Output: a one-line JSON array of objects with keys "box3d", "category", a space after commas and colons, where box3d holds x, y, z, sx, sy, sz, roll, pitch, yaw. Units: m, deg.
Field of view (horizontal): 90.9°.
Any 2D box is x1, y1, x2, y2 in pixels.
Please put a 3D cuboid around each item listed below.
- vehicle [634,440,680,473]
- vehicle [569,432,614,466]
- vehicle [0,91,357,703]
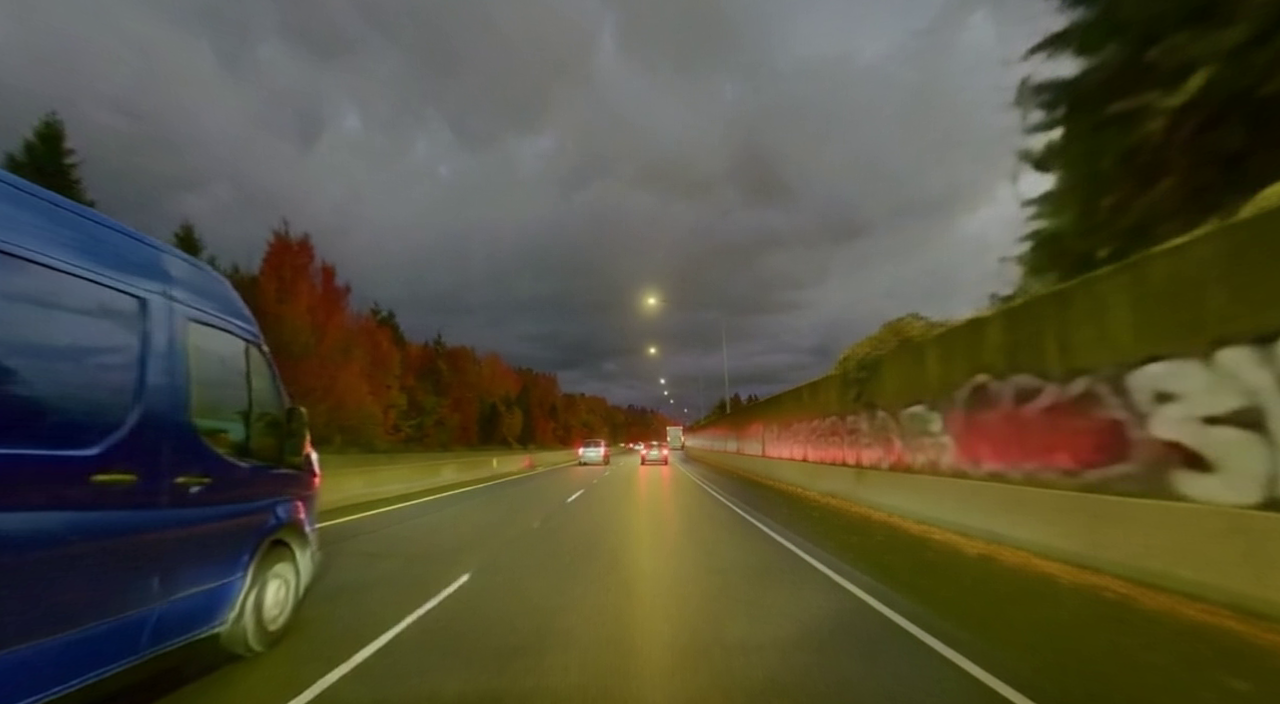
[{"box3d": [0.821, 5.062, 30.807, 2.071, 1.487, 3.948, 0, -8, 1], "category": "vehicle"}, {"box3d": [-2.895, 6.011, 39.119, 2.199, 1.973, 5.078, 0, -8, 2], "category": "vehicle"}, {"box3d": [-3.755, 0.272, 2.418, 2.297, 2.687, 6.317, 0, -8, 1], "category": "vehicle"}]
